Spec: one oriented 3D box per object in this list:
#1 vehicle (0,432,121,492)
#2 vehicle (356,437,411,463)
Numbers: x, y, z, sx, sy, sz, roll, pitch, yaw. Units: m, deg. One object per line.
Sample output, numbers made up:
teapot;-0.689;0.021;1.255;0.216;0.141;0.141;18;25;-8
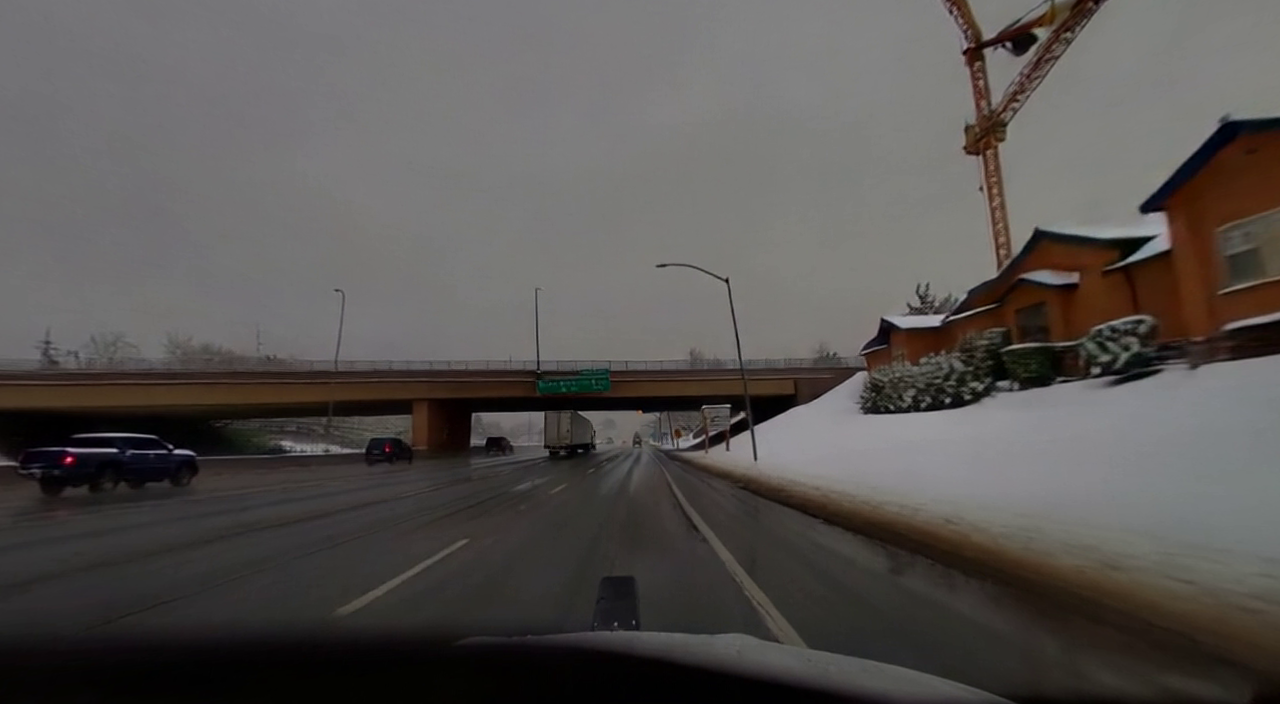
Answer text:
vehicle;-18.403;3.265;19.001;1.866;1.609;4.315;0;-9;0
vehicle;-18.305;7.015;45.342;1.932;1.752;4.541;0;-9;1
